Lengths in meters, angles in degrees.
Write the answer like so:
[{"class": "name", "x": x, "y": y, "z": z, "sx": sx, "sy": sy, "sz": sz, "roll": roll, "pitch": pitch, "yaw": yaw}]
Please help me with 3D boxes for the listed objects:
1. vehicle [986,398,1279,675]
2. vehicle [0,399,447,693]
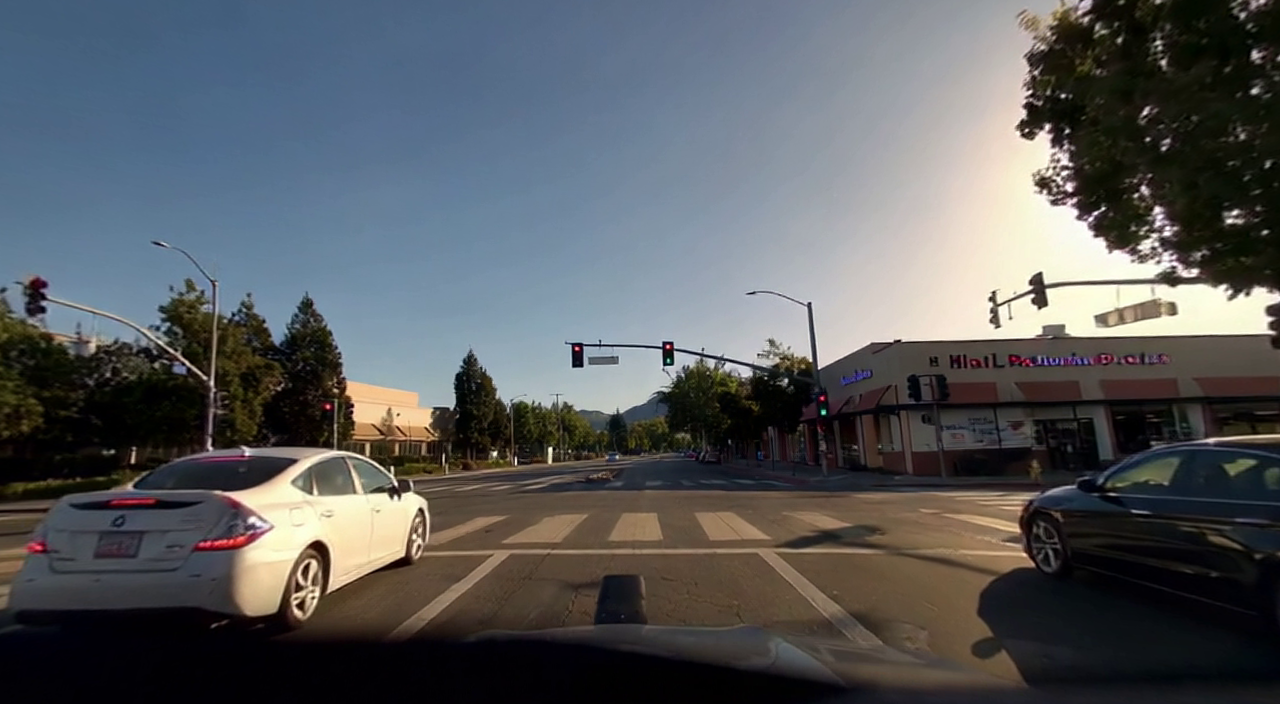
[{"class": "vehicle", "x": 4.902, "y": 1.260, "z": 4.746, "sx": 2.039, "sy": 1.655, "sz": 4.495, "roll": 0, "pitch": -9, "yaw": 1}, {"class": "vehicle", "x": -3.443, "y": 1.402, "z": 5.724, "sx": 1.947, "sy": 1.627, "sz": 4.248, "roll": 0, "pitch": -9, "yaw": 1}]
